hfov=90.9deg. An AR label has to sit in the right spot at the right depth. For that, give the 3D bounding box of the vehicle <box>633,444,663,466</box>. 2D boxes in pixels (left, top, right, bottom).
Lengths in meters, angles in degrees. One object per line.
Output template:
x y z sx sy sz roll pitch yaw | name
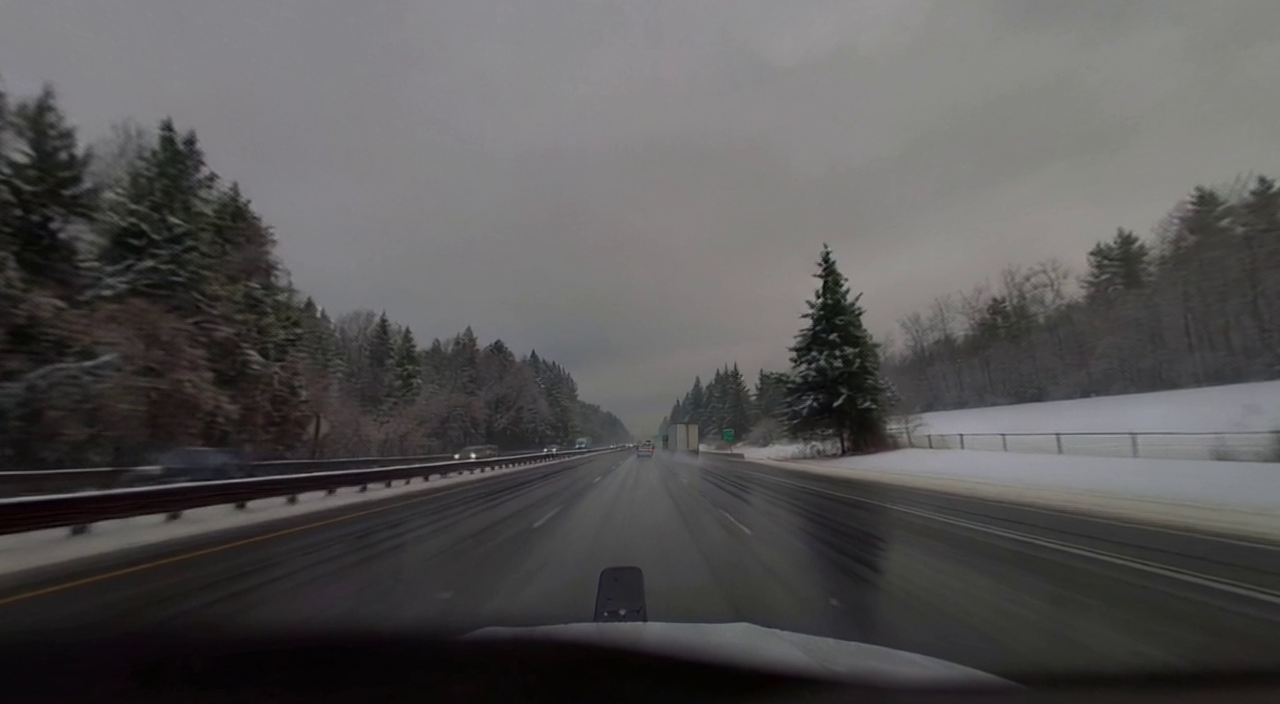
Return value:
0.564 7.396 45.329 2.023 1.434 4.236 0 -9 1 | vehicle

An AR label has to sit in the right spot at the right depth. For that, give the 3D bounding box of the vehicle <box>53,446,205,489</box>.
-18.876 4.274 23.597 2.001 1.450 4.330 0 -9 1 | vehicle
